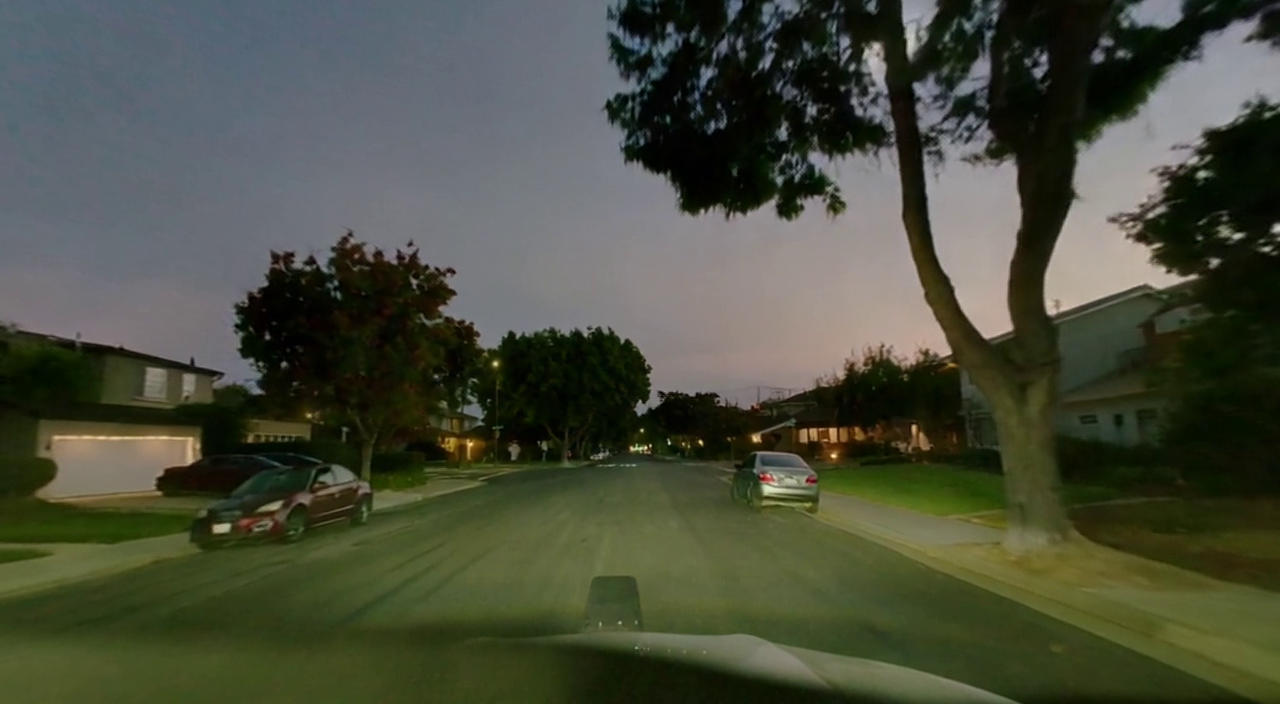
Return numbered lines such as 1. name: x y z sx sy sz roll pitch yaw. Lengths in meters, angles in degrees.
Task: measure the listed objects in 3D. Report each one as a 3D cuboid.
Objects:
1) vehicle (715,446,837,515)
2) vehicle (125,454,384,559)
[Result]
1. vehicle: 3.245 3.142 16.054 1.986 1.476 4.306 0 -9 -3
2. vehicle: -6.649 2.660 11.685 2.035 1.480 4.508 0 -9 -1
